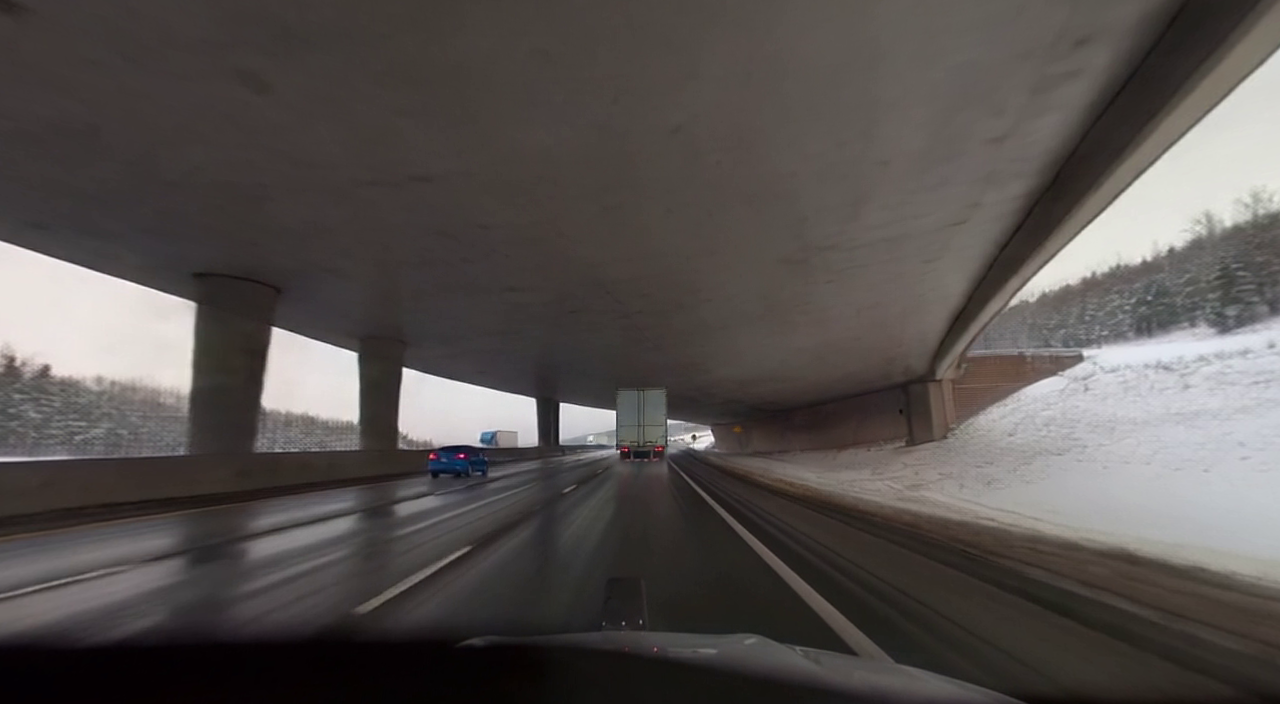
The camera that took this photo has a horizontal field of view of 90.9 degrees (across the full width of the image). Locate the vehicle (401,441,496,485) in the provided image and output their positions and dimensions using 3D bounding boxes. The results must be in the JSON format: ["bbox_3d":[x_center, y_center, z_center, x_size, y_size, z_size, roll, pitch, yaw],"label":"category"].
[{"bbox_3d":[-7.097,4.158,23.950,2.078,1.496,4.563,0,-8,1],"label":"vehicle"}]

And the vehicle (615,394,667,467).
[{"bbox_3d":[0.106,5.162,40.470,2.866,4.014,11.261,0,-8,1],"label":"vehicle"}]
